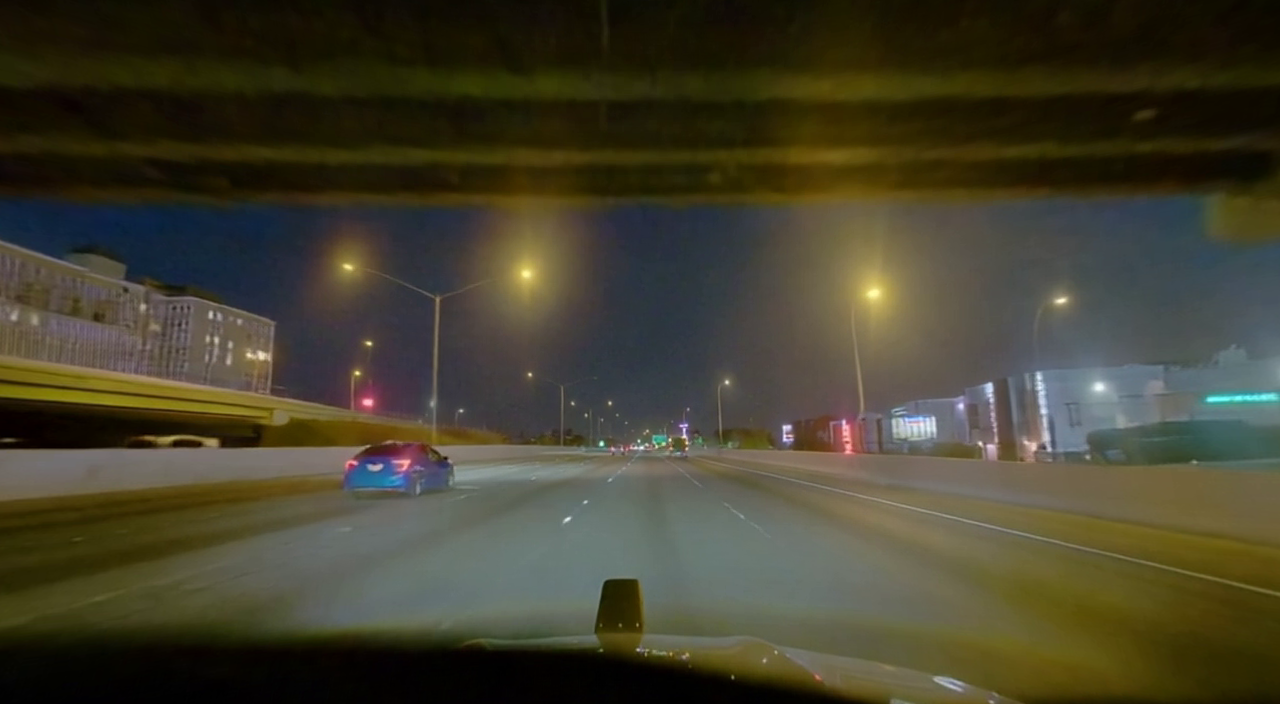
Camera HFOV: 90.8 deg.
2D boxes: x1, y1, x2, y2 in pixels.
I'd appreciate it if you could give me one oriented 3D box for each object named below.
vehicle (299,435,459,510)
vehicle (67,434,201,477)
[{"bbox_3d":[-6.020,2.818,15.236,1.990,1.529,4.288,0,-9,1],"label":"vehicle"},{"bbox_3d":[-19.023,3.909,24.024,1.869,1.483,3.866,0,-9,0],"label":"vehicle"}]
